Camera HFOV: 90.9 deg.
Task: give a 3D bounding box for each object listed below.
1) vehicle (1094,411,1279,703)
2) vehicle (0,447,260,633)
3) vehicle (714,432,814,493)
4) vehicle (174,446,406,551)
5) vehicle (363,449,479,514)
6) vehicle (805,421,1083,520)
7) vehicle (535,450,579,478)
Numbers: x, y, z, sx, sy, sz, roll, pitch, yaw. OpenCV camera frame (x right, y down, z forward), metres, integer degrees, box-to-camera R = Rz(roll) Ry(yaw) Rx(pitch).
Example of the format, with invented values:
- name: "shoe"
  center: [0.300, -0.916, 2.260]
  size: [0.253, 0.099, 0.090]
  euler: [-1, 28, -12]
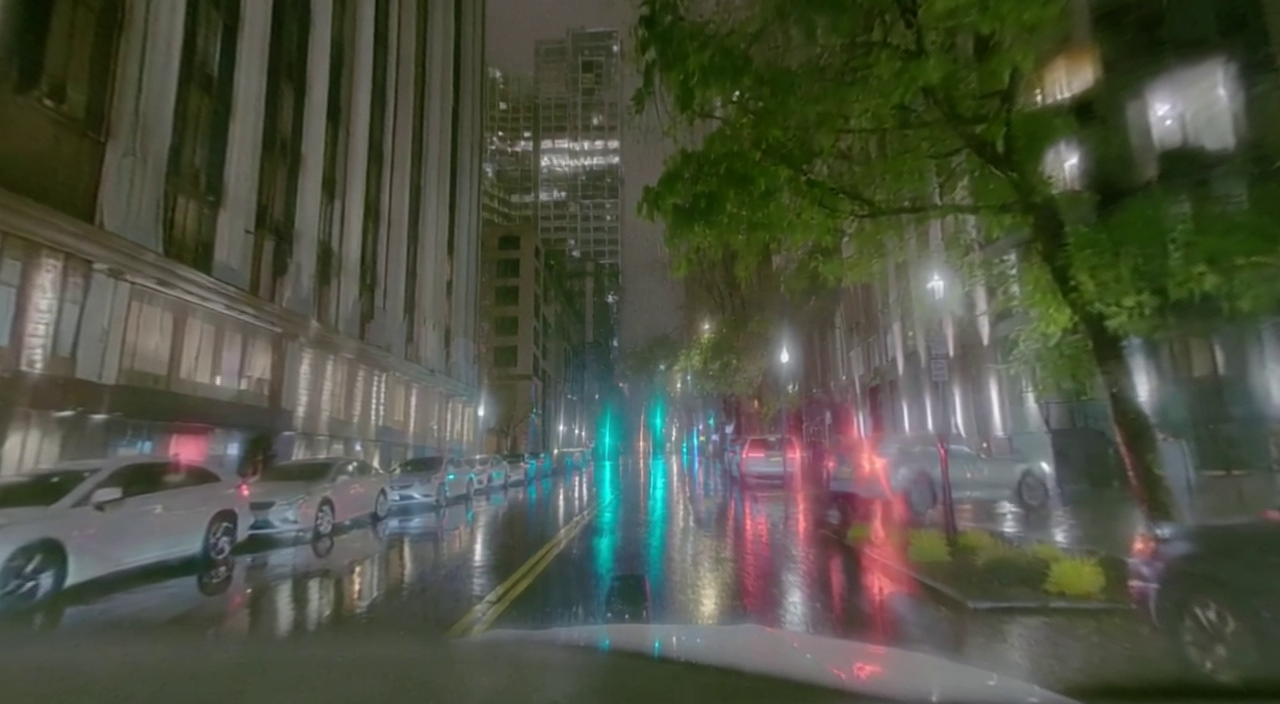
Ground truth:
- name: "vehicle"
  center: [4.497, 0.918, 2.160]
  size: [2.331, 1.533, 4.831]
  euler: [-1, -8, 1]
- name: "vehicle"
  center: [-7.017, 1.990, 7.238]
  size: [2.244, 1.616, 5.013]
  euler: [-2, -8, -1]
- name: "vehicle"
  center: [4.584, 4.173, 24.507]
  size: [2.568, 2.001, 5.999]
  euler: [-2, -8, -1]
- name: "vehicle"
  center: [-6.722, 2.799, 12.895]
  size: [2.123, 1.596, 4.659]
  euler: [-2, -8, -1]
- name: "vehicle"
  center: [-6.497, 3.840, 19.322]
  size: [1.944, 1.574, 4.717]
  euler: [-2, -8, -1]
- name: "vehicle"
  center: [6.314, 2.514, 13.723]
  size: [4.772, 1.876, 2.400]
  euler: [-1, -8, 1]
- name: "vehicle"
  center: [-5.363, 7.287, 41.415]
  size: [2.270, 1.539, 4.855]
  euler: [-2, -8, -1]
